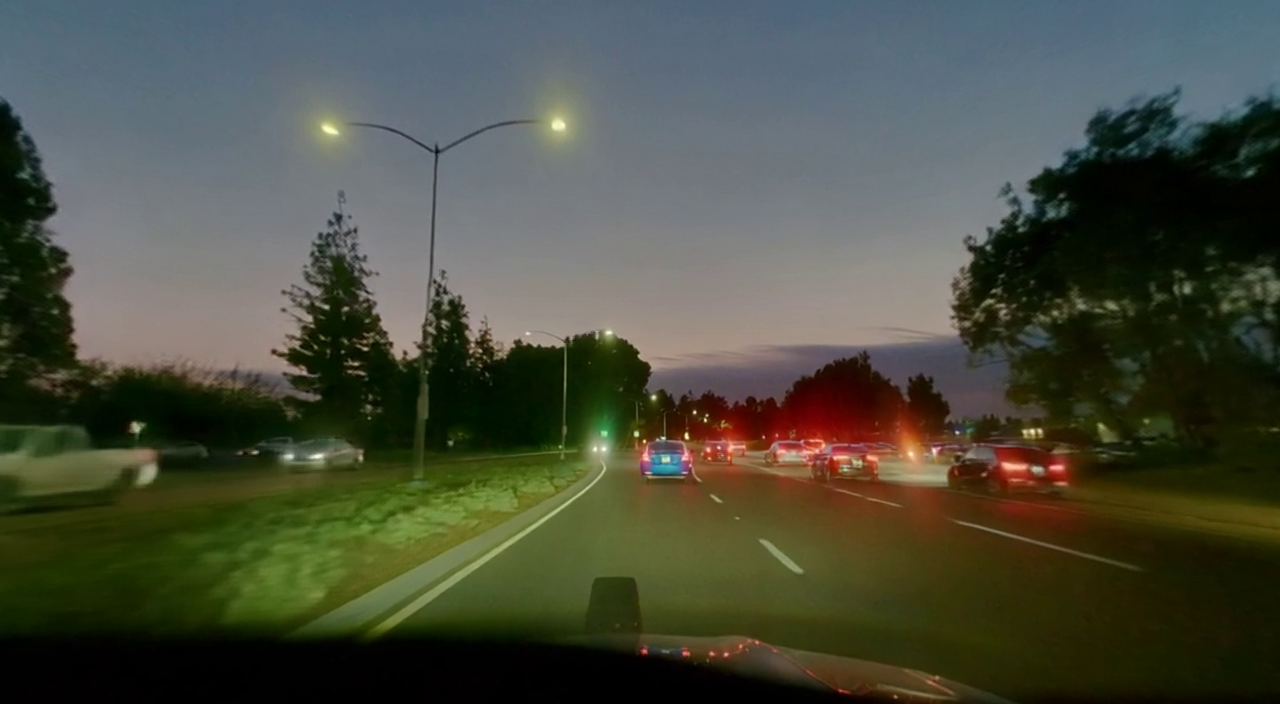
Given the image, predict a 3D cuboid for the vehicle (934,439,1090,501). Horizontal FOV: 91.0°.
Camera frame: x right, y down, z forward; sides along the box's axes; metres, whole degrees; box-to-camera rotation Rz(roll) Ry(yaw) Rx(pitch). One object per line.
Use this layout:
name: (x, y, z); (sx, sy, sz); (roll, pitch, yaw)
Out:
vehicle: (11.638, 3.693, 20.222); (2.106, 1.719, 4.830); (0, -8, 1)

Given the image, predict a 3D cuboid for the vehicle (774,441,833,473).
vehicle: (8.279, 5.348, 32.320); (1.928, 1.488, 4.361); (0, -8, 1)

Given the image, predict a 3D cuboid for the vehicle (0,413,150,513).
vehicle: (-10.710, 1.813, 10.402); (1.938, 1.502, 4.209); (1, -8, -3)

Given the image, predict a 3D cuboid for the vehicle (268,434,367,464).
vehicle: (-13.613, 4.132, 26.904); (1.890, 1.132, 4.497); (0, -8, 0)

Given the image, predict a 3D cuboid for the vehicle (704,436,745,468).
vehicle: (5.015, 5.992, 37.765); (1.976, 1.796, 4.159); (0, -8, 2)

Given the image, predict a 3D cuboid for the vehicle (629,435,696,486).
vehicle: (0.753, 3.787, 22.242); (2.145, 1.603, 4.369); (0, -8, 1)
